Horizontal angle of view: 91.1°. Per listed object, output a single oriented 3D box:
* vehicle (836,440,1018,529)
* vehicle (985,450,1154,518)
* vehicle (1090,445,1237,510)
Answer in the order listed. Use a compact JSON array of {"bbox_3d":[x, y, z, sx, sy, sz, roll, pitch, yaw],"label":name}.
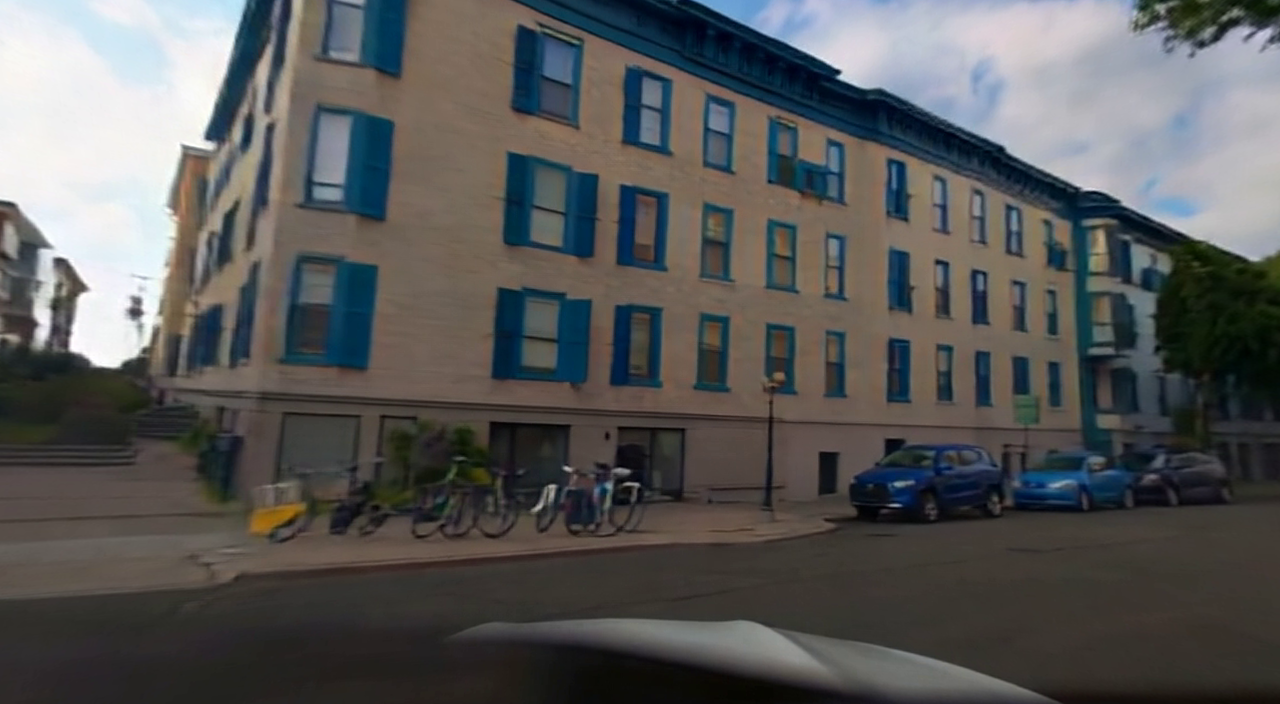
[{"bbox_3d":[5.789,2.554,12.634,3.414,1.519,1.719,6,-9,-34],"label":"vehicle"},{"bbox_3d":[10.716,3.166,15.614,4.294,1.427,1.830,5,-9,-32],"label":"vehicle"},{"bbox_3d":[15.274,3.554,18.311,4.302,1.629,1.942,5,-9,-32],"label":"vehicle"}]
